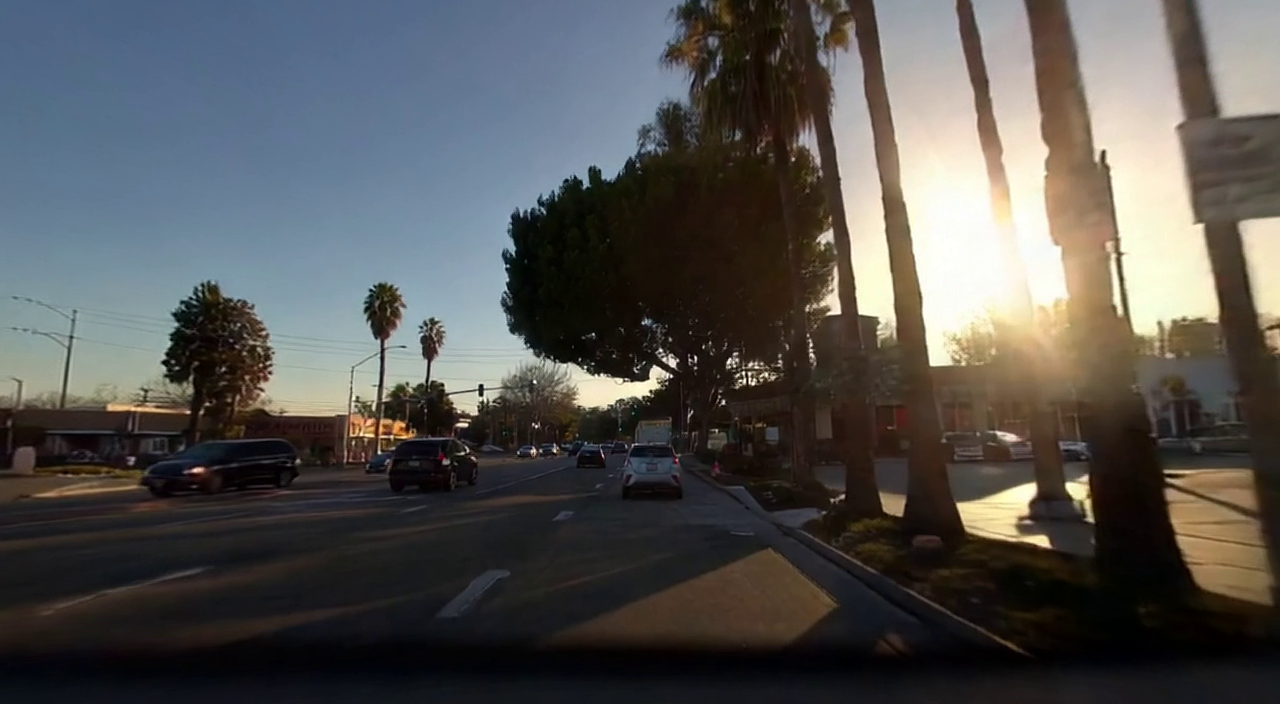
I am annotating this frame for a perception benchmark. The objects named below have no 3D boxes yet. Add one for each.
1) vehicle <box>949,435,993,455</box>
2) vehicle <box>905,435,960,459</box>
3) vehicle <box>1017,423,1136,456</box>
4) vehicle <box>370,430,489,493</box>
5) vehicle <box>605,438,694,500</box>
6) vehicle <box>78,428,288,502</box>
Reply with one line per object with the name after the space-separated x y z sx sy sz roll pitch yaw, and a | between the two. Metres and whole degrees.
25.795 7.216 48.831 1.781 1.477 4.202 -8 -12 44 | vehicle
20.168 6.545 43.192 4.471 1.501 1.952 9 -12 -44 | vehicle
26.317 5.307 37.952 5.769 1.925 2.364 2 -9 -10 | vehicle
-6.306 3.339 19.434 2.057 1.705 4.394 0 -9 1 | vehicle
0.290 3.152 17.396 2.145 1.483 4.453 0 -9 1 | vehicle
-12.971 3.243 18.456 2.128 1.818 5.441 0 -9 -1 | vehicle
